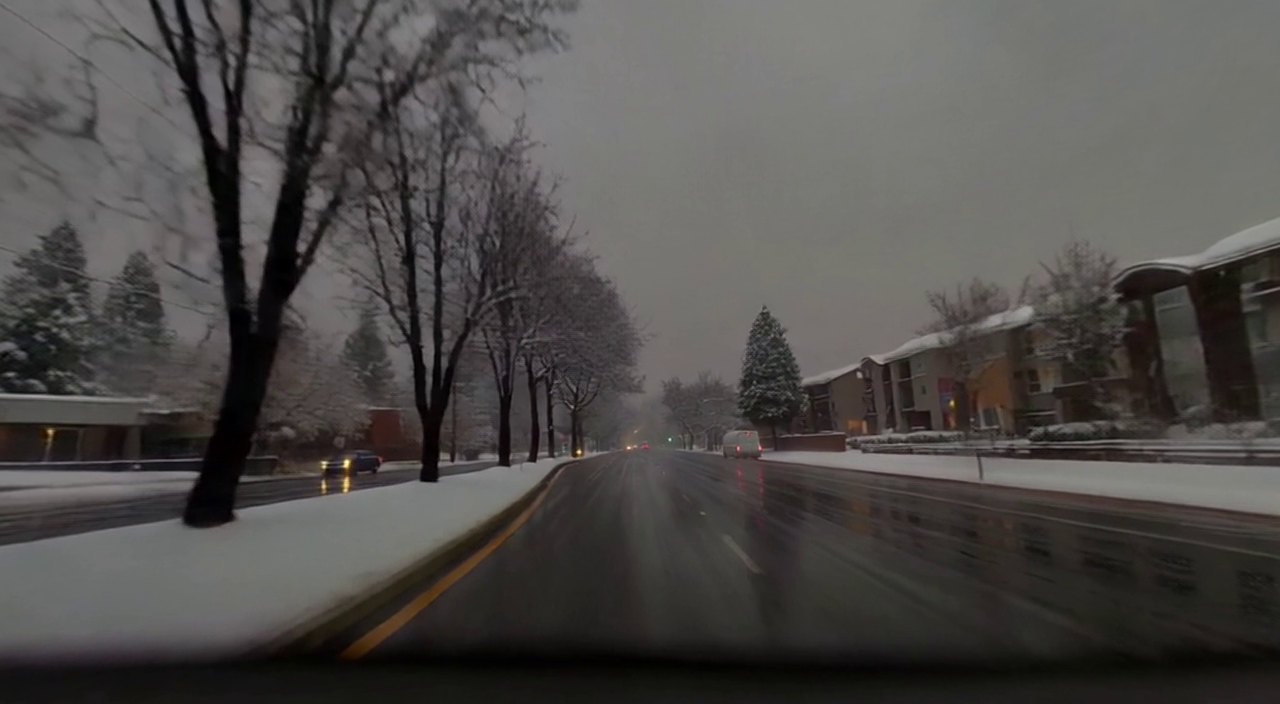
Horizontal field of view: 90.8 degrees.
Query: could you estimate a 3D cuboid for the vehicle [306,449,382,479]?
[{"bbox_3d":[-19.538,7.403,42.001,2.146,1.848,5.680,-1,-9,2],"label":"vehicle"}]
